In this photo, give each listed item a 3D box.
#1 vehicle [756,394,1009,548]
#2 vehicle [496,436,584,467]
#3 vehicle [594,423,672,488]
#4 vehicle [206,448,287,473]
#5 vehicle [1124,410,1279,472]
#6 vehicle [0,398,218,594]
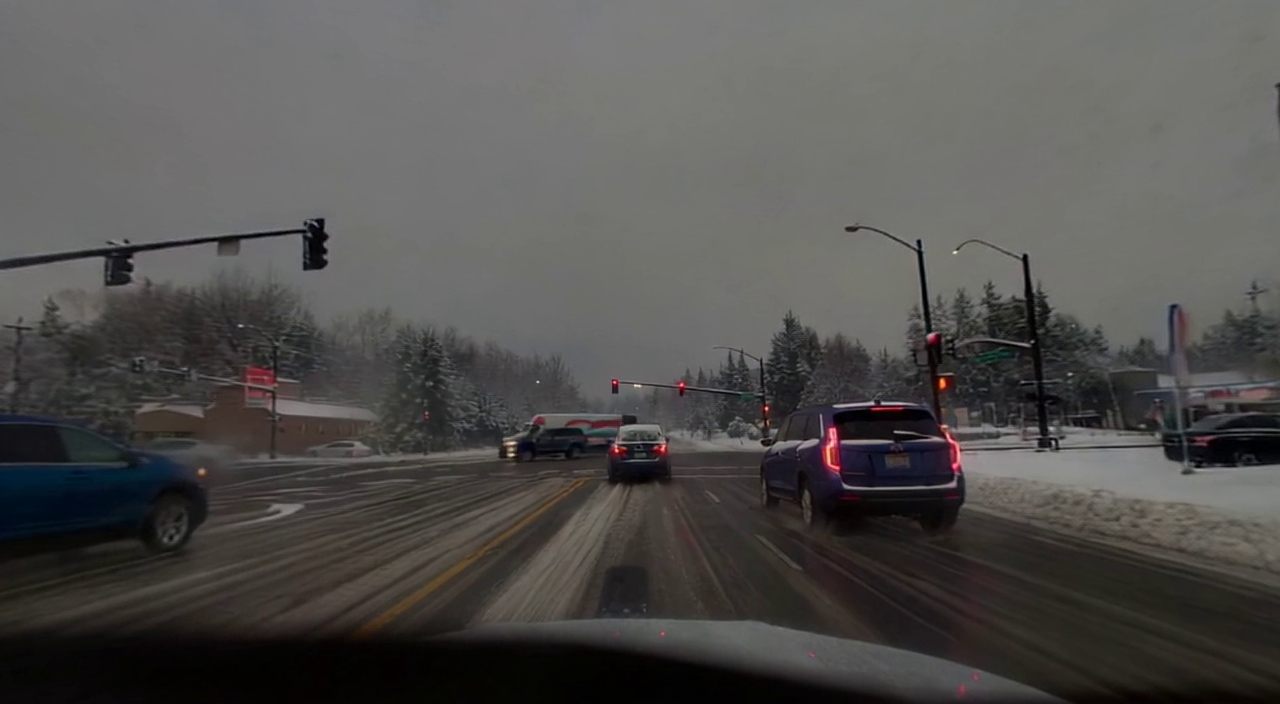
[{"bbox_3d":[3.214,1.699,9.553,2.083,1.779,4.347,0,-8,0],"label":"vehicle"},{"bbox_3d":[-5.291,5.317,33.782,1.847,1.508,4.366,-8,-12,44],"label":"vehicle"},{"bbox_3d":[-0.159,3.046,18.732,2.067,1.702,3.987,0,-8,1],"label":"vehicle"},{"bbox_3d":[-28.749,7.942,46.148,4.543,1.760,1.904,0,-8,-3],"label":"vehicle"},{"bbox_3d":[16.600,2.557,18.048,3.848,1.674,1.887,0,-8,1],"label":"vehicle"},{"bbox_3d":[-6.833,1.363,6.084,2.011,1.774,4.866,0,-8,2],"label":"vehicle"}]
